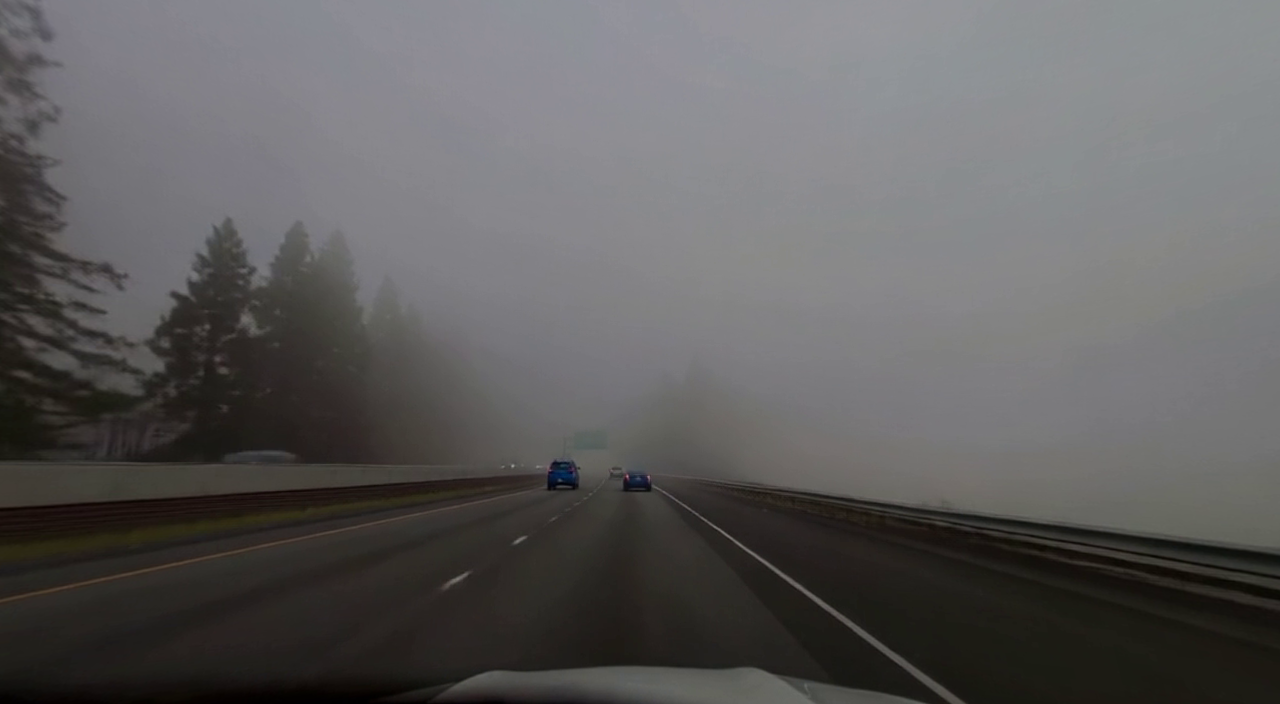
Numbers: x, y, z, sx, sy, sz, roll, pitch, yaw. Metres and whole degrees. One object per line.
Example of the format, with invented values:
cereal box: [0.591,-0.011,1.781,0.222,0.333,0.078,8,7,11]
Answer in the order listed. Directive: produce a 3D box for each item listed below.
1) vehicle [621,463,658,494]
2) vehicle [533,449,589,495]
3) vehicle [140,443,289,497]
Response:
vehicle: [-0.060,6.863,34.289,1.905,1.559,3.491,1,-10,-2]
vehicle: [-3.971,6.211,32.702,2.237,2.113,4.815,1,-10,0]
vehicle: [-13.149,3.715,19.841,1.804,1.485,4.152,1,-10,-1]
